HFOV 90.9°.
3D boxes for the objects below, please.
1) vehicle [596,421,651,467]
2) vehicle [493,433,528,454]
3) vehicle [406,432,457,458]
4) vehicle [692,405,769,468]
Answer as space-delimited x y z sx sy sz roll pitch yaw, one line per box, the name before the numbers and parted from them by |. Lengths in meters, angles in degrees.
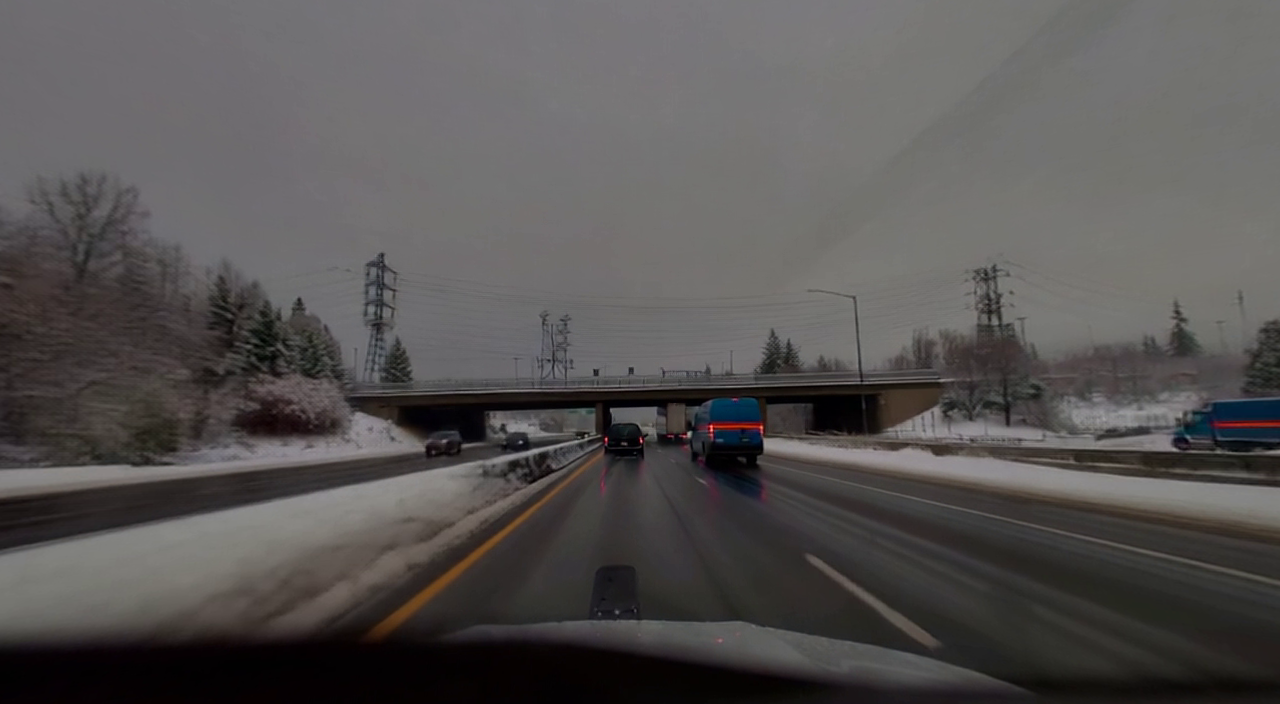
vehicle | -0.671 3.792 26.096 2.073 1.750 4.116 0 -8 -2
vehicle | -9.968 7.048 48.787 1.952 1.507 4.281 0 -8 -1
vehicle | -14.264 6.392 43.363 2.056 1.689 4.491 0 -8 -1
vehicle | 3.823 3.717 27.842 2.387 2.506 5.374 0 -8 -2
